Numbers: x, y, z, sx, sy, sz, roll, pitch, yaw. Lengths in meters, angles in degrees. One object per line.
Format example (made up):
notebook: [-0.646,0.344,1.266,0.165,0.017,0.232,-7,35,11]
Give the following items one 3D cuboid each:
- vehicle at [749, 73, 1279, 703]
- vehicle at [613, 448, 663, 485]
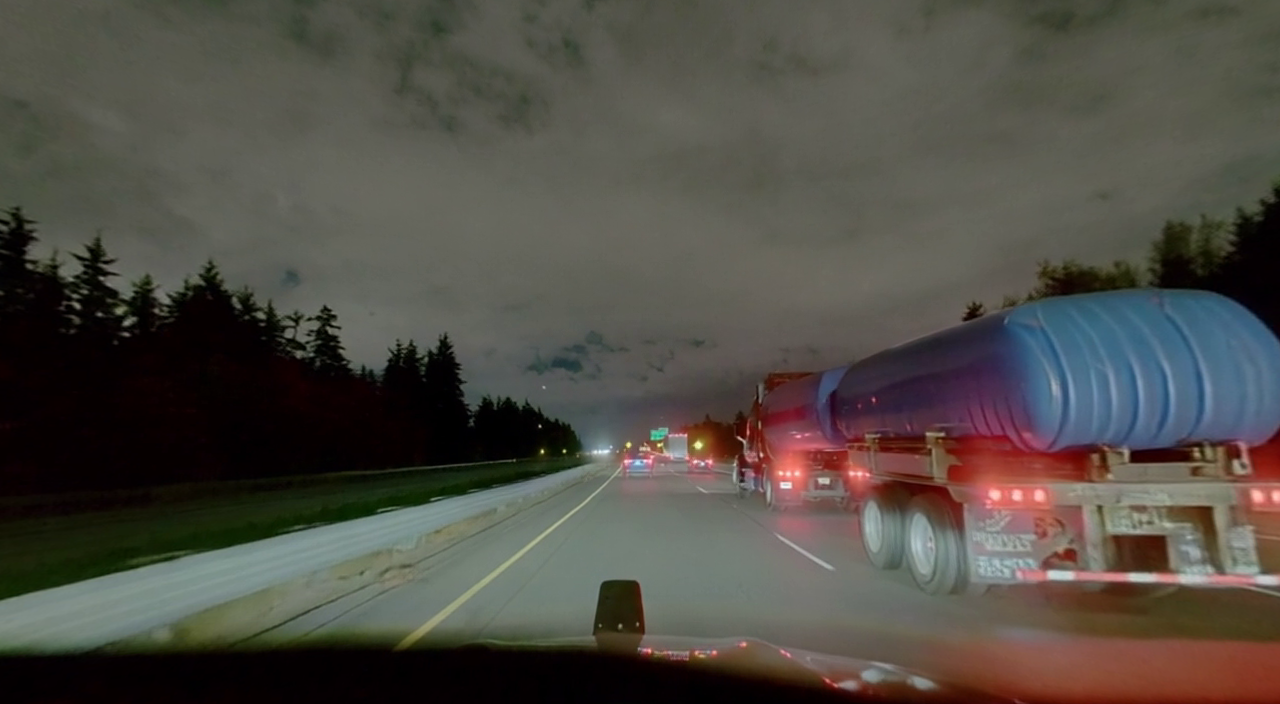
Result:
vehicle: [3.962,1.002,9.081,2.694,3.453,11.641,0,-9,0]
vehicle: [-0.092,4.926,27.480,2.003,1.490,3.636,0,-9,0]
